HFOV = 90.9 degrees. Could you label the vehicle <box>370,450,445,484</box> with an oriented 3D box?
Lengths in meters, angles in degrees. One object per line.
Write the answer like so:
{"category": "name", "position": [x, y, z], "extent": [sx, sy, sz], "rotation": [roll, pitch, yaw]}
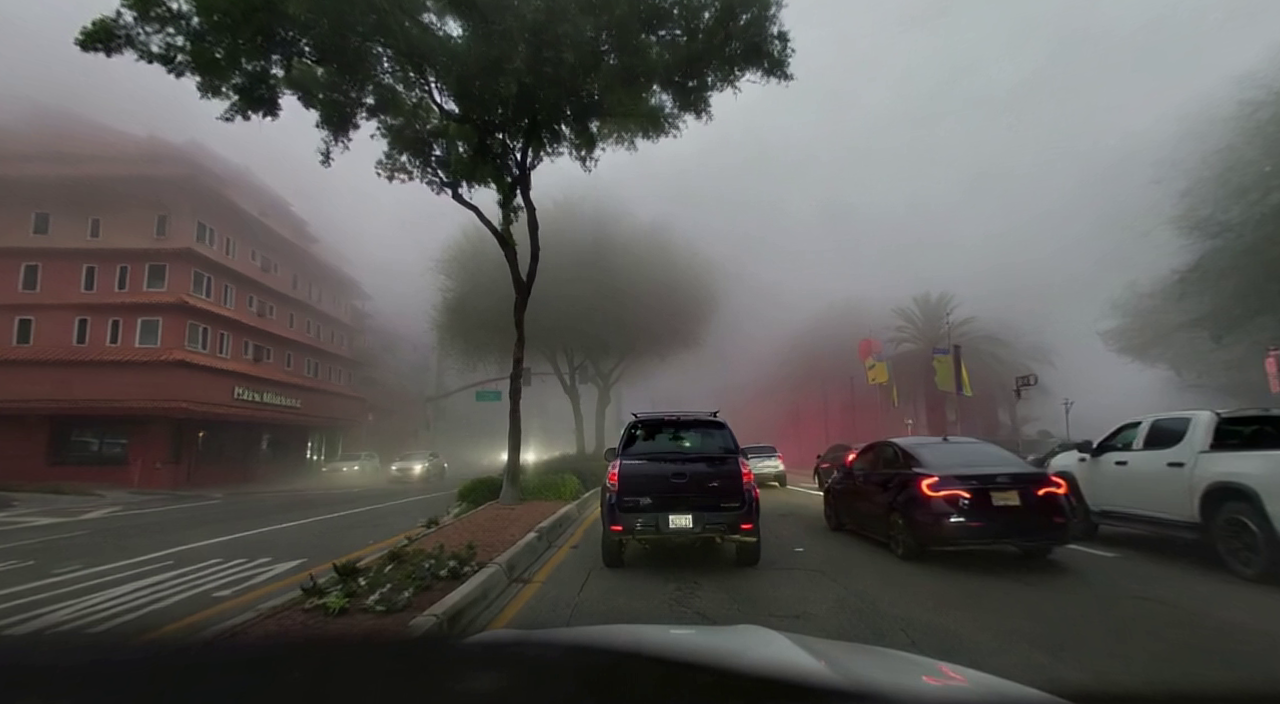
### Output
{"category": "vehicle", "position": [-11.337, 5.613, 31.127], "extent": [2.031, 1.534, 4.079], "rotation": [-1, -9, 2]}

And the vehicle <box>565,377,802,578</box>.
{"category": "vehicle", "position": [0.507, 1.731, 9.454], "extent": [2.487, 2.115, 5.444], "rotation": [0, -9, 1]}

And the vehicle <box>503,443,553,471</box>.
{"category": "vehicle", "position": [-7.476, 7.052, 42.506], "extent": [2.268, 1.733, 4.821], "rotation": [-1, -9, 3]}

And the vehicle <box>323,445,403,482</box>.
{"category": "vehicle", "position": [-14.810, 5.971, 34.075], "extent": [2.061, 1.804, 4.671], "rotation": [-1, -9, 2]}

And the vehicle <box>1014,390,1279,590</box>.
{"category": "vehicle", "position": [7.476, 1.624, 7.935], "extent": [2.215, 1.973, 5.323], "rotation": [0, -9, 0]}

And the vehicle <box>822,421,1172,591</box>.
{"category": "vehicle", "position": [3.982, 1.773, 8.092], "extent": [2.072, 1.595, 4.124], "rotation": [0, -9, 1]}
